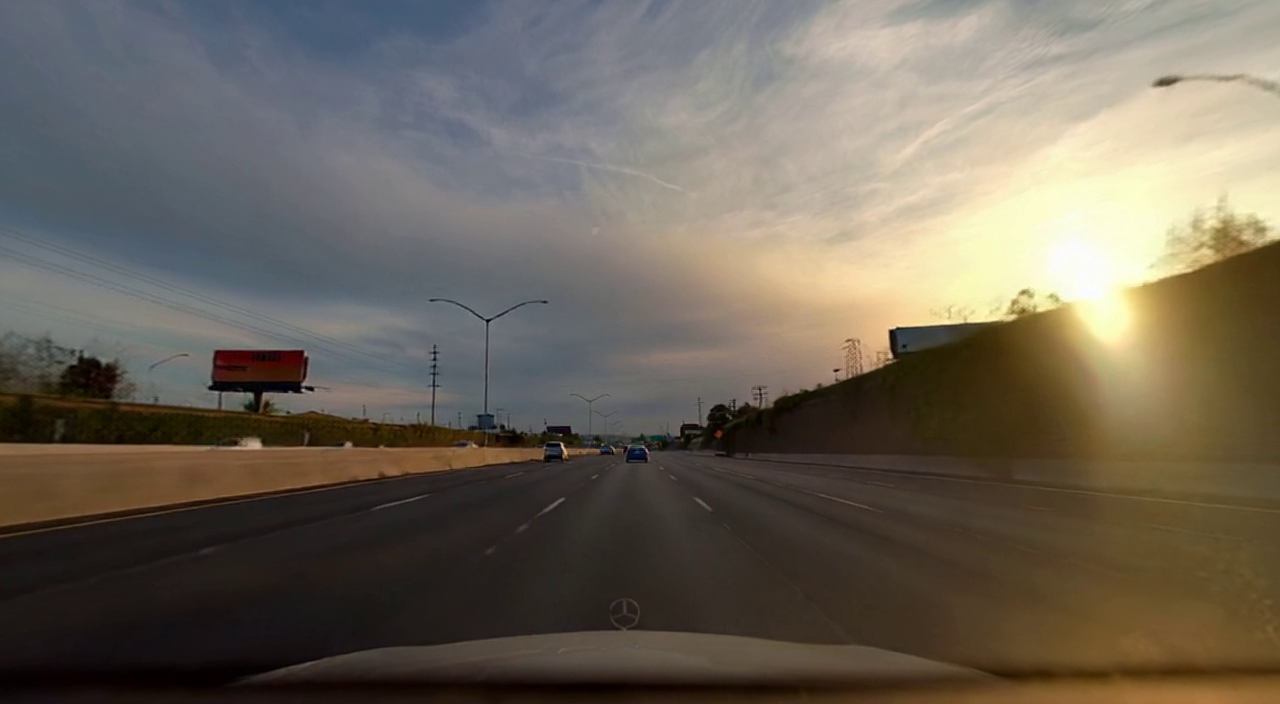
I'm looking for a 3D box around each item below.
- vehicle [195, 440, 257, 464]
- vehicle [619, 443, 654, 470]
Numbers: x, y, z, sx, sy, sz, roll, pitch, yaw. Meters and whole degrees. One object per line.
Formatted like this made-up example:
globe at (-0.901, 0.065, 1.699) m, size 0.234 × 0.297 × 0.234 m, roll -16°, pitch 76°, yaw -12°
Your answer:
vehicle at (-27.966, 6.754, 42.758) m, size 1.701 × 1.477 × 3.541 m, roll 0°, pitch -8°, yaw 1°
vehicle at (-0.249, 6.516, 39.600) m, size 2.074 × 1.574 × 3.971 m, roll 0°, pitch -8°, yaw -1°
